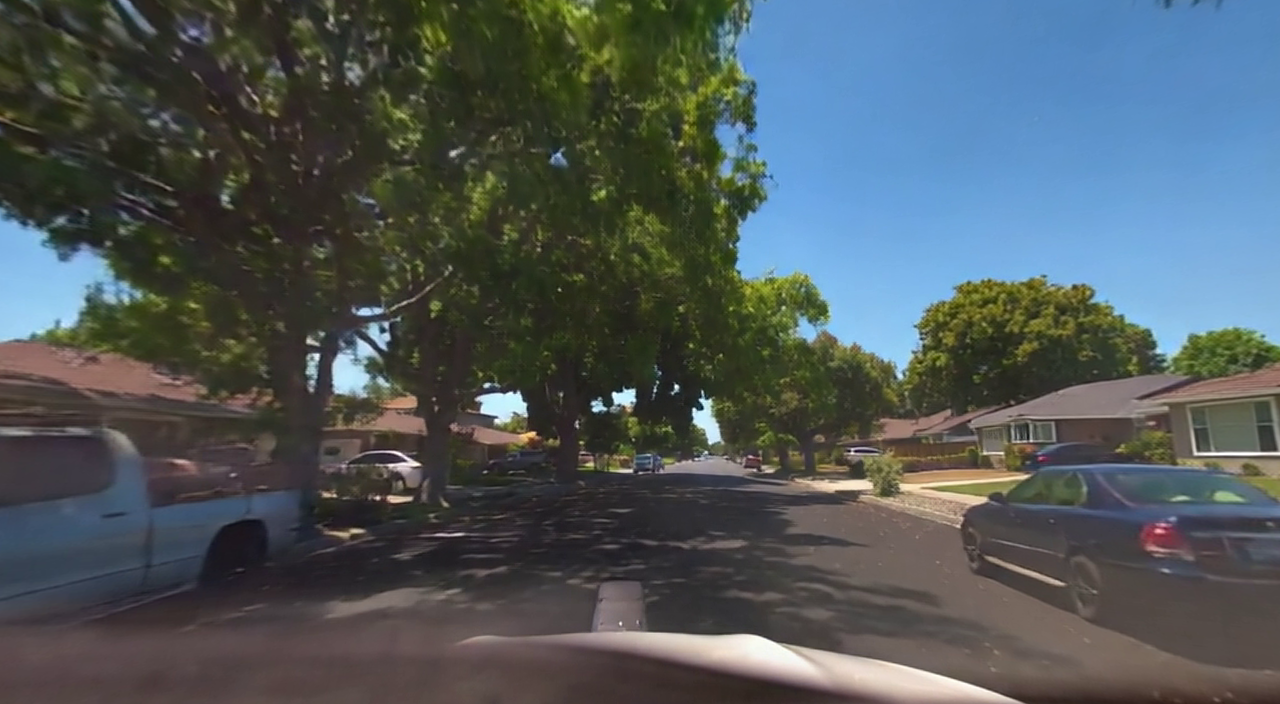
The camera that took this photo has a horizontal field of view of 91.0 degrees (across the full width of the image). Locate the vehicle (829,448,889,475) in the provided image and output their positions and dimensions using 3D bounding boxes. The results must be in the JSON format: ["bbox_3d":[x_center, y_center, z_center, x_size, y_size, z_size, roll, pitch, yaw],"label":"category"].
[{"bbox_3d":[15.229,7.643,43.879,3.647,1.784,1.650,-2,-9,8],"label":"vehicle"}]

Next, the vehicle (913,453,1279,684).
[{"bbox_3d":[4.593,1.765,6.390,1.959,1.431,4.647,-1,-9,6],"label":"vehicle"}]

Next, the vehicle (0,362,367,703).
[{"bbox_3d":[-4.998,1.319,5.080,2.337,2.084,6.088,-2,-9,6],"label":"vehicle"}]

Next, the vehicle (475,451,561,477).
[{"bbox_3d":[-7.757,7.119,40.215,4.977,1.558,2.079,-1,-9,7],"label":"vehicle"}]

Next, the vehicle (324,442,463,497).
[{"bbox_3d":[-9.048,4.329,23.254,4.373,1.747,2.029,-5,-10,14],"label":"vehicle"}]
